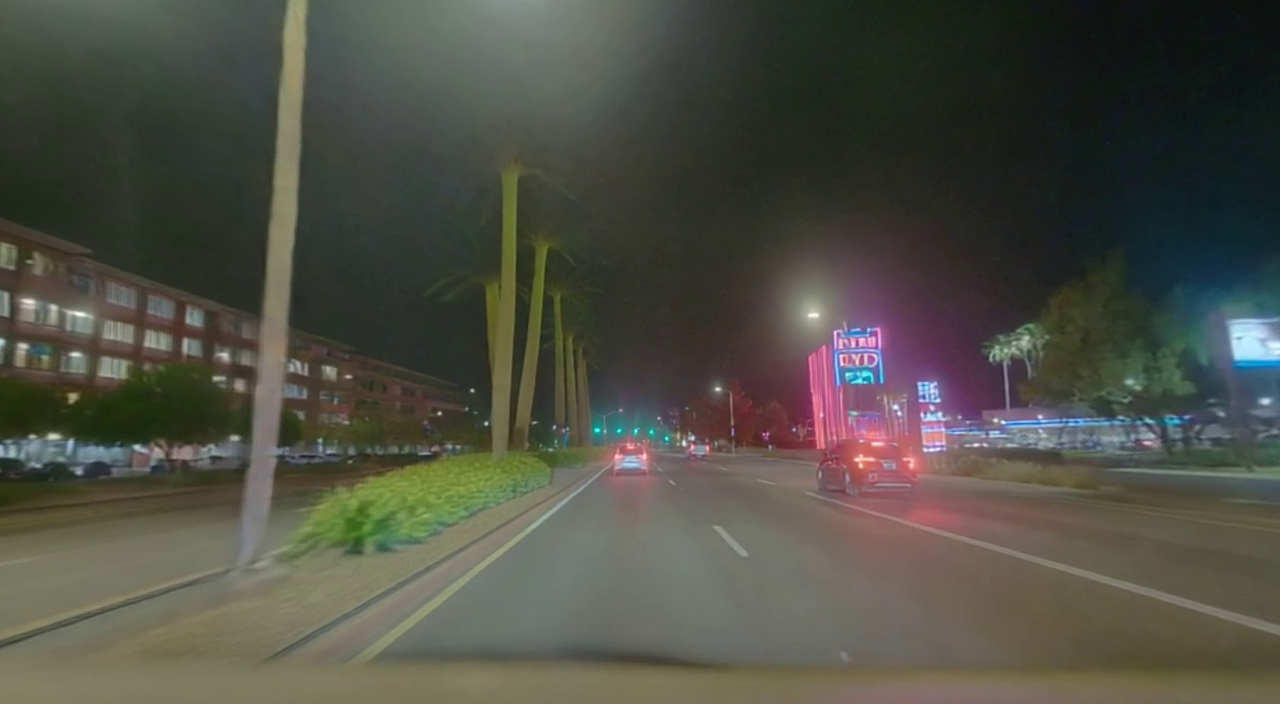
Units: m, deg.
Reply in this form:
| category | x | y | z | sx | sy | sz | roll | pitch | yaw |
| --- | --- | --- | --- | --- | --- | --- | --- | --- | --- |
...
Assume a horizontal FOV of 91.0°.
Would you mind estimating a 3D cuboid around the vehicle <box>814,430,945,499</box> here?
| category | x | y | z | sx | sy | sz | roll | pitch | yaw |
| --- | --- | --- | --- | --- | --- | --- | --- | --- | --- |
| vehicle | 6.380 | 3.021 | 17.325 | 1.949 | 1.647 | 3.894 | 0 | -8 | -2 |

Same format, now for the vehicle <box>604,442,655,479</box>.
| category | x | y | z | sx | sy | sz | roll | pitch | yaw |
| --- | --- | --- | --- | --- | --- | --- | --- | --- | --- |
| vehicle | -0.421 | 4.423 | 25.910 | 1.970 | 1.402 | 3.756 | 0 | -8 | -1 |
